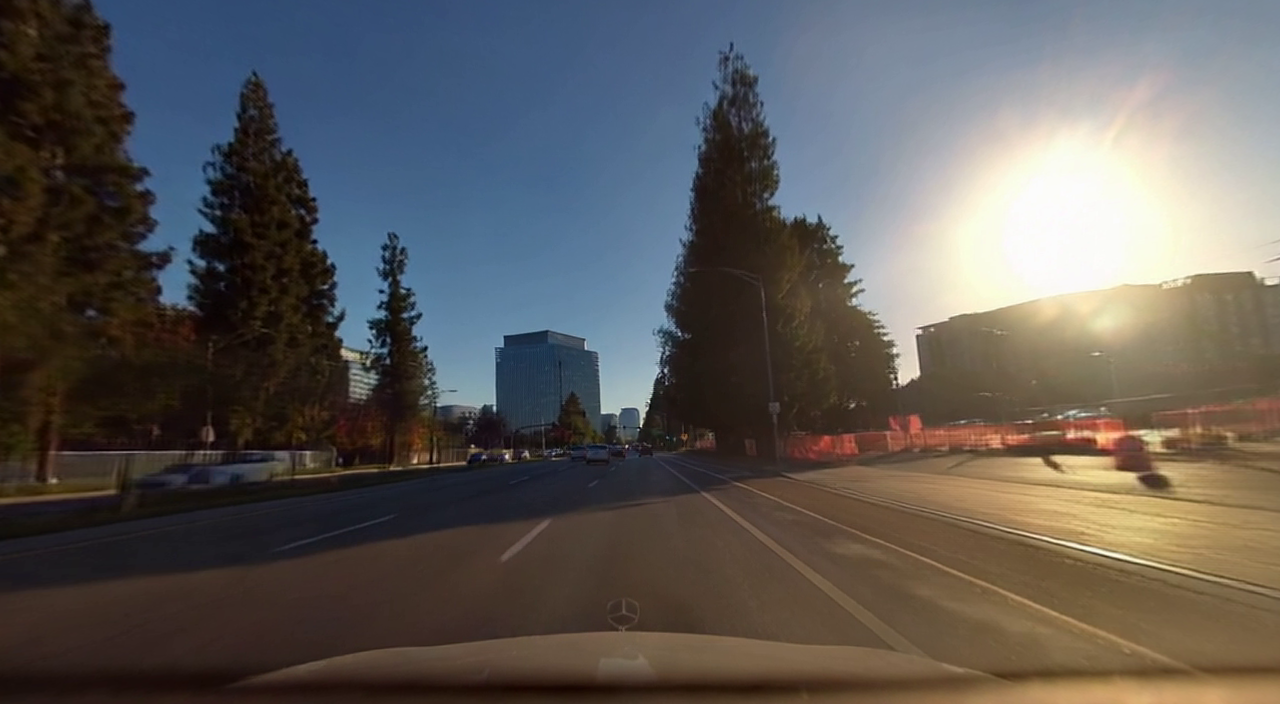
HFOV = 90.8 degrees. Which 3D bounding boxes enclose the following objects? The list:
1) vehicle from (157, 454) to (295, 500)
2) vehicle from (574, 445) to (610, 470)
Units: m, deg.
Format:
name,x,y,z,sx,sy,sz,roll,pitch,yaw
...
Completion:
name,x,y,z,sx,sy,sz,roll,pitch,yaw
vehicle,-15.252,4.598,23.675,1.882,1.472,4.796,0,-8,1
vehicle,-3.327,7.356,44.434,2.121,1.654,3.993,0,-8,1
